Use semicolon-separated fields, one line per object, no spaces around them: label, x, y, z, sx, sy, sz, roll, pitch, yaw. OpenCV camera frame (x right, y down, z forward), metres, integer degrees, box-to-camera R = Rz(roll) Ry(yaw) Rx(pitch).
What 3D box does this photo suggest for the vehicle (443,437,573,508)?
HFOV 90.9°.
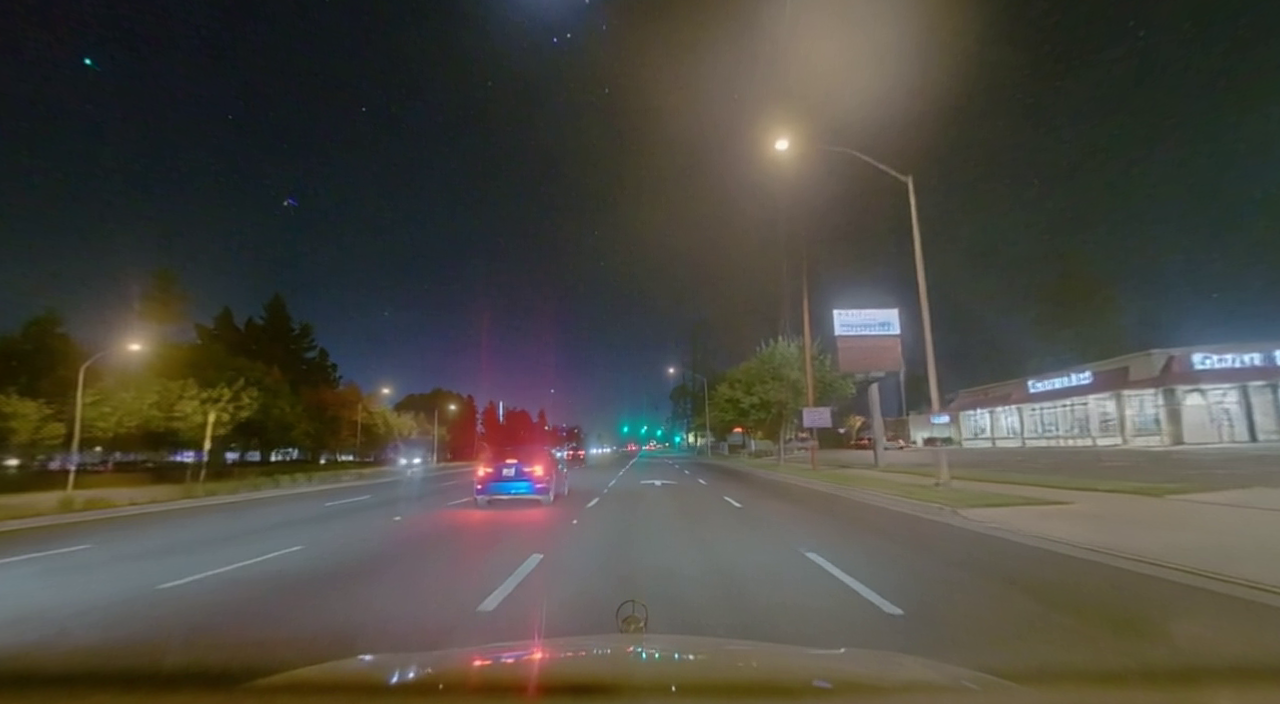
vehicle;-3.033;2.883;15.553;2.152;1.479;4.394;0;-9;2
